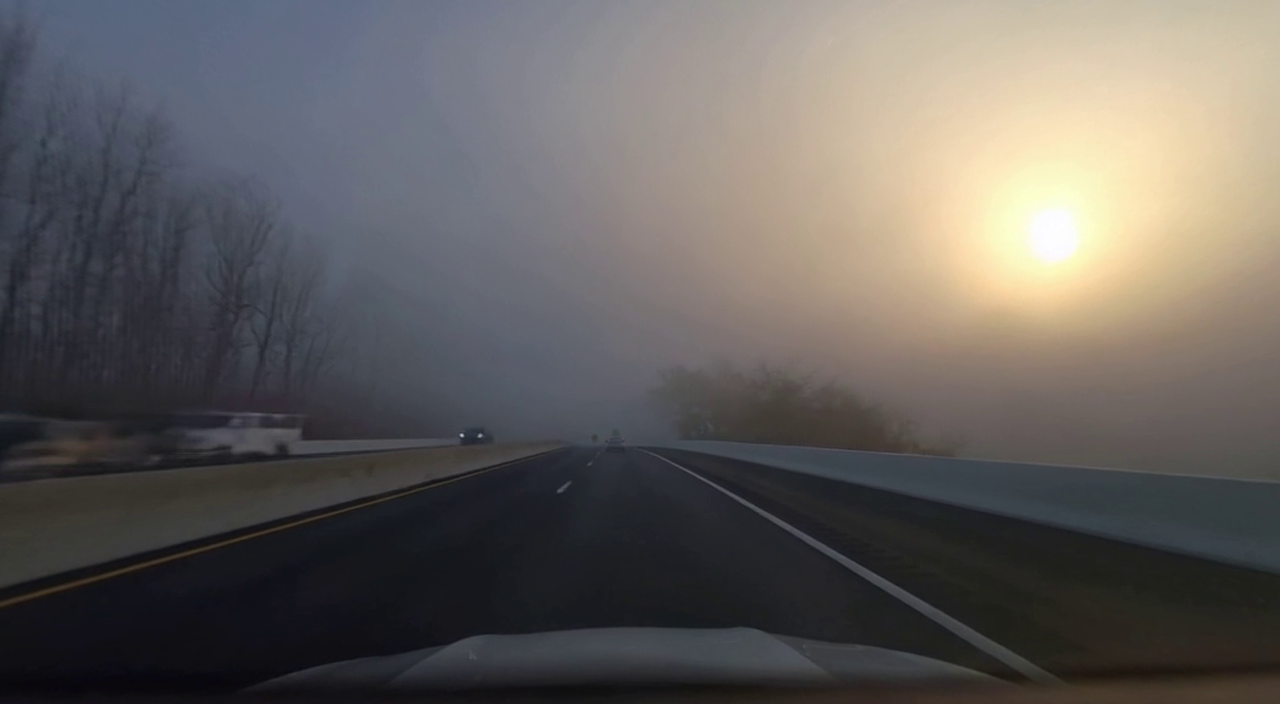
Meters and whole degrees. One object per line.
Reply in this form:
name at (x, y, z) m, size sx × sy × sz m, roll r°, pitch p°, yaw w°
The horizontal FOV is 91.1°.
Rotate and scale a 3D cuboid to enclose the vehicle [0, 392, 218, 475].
vehicle at (-15.027, 2.271, 18.068) m, size 2.389 × 1.895 × 4.784 m, roll 4°, pitch -6°, yaw 0°
